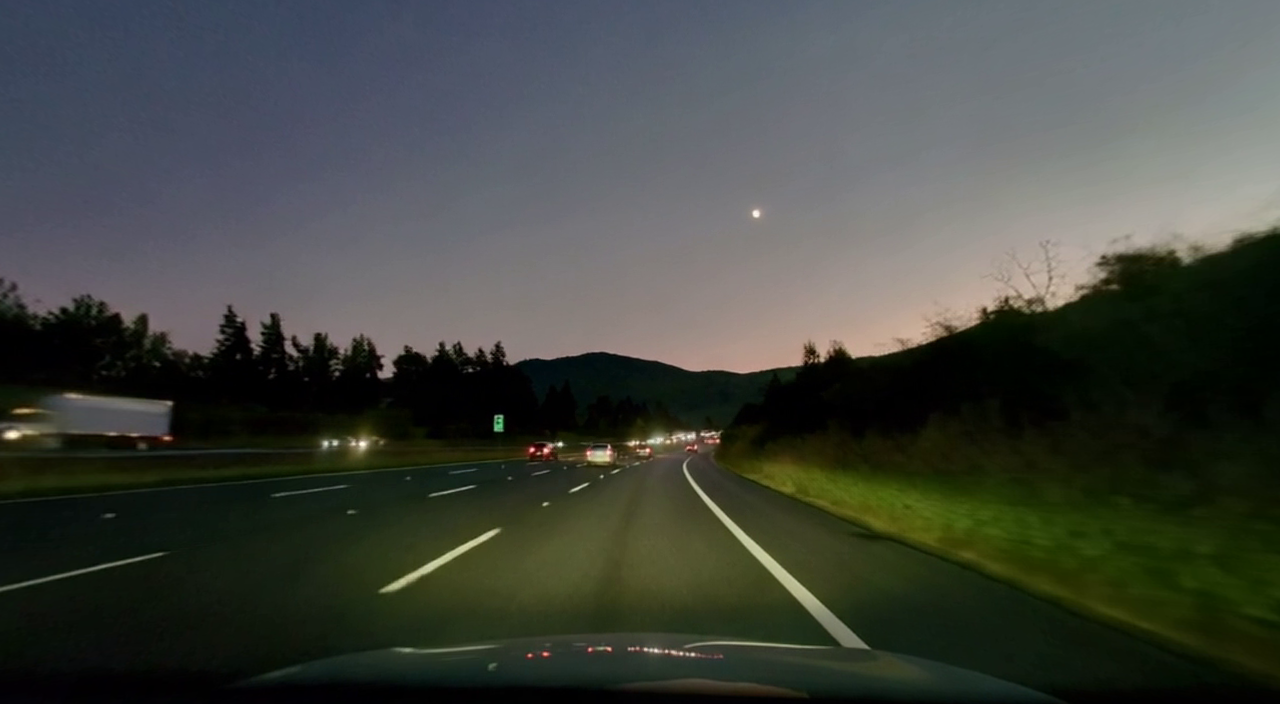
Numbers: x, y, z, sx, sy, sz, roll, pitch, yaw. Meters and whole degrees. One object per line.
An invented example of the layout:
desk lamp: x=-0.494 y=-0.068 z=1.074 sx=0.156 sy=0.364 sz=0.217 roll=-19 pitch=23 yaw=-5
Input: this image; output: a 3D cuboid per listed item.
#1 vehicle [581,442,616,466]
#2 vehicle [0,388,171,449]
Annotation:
vehicle: x=-2.999 y=7.580 z=46.793 sx=2.035 sy=1.673 sz=4.469 roll=0 pitch=-9 yaw=4
vehicle: x=-36.759 y=4.609 z=41.448 sx=3.282 sy=3.523 sz=10.262 roll=0 pitch=-9 yaw=4
